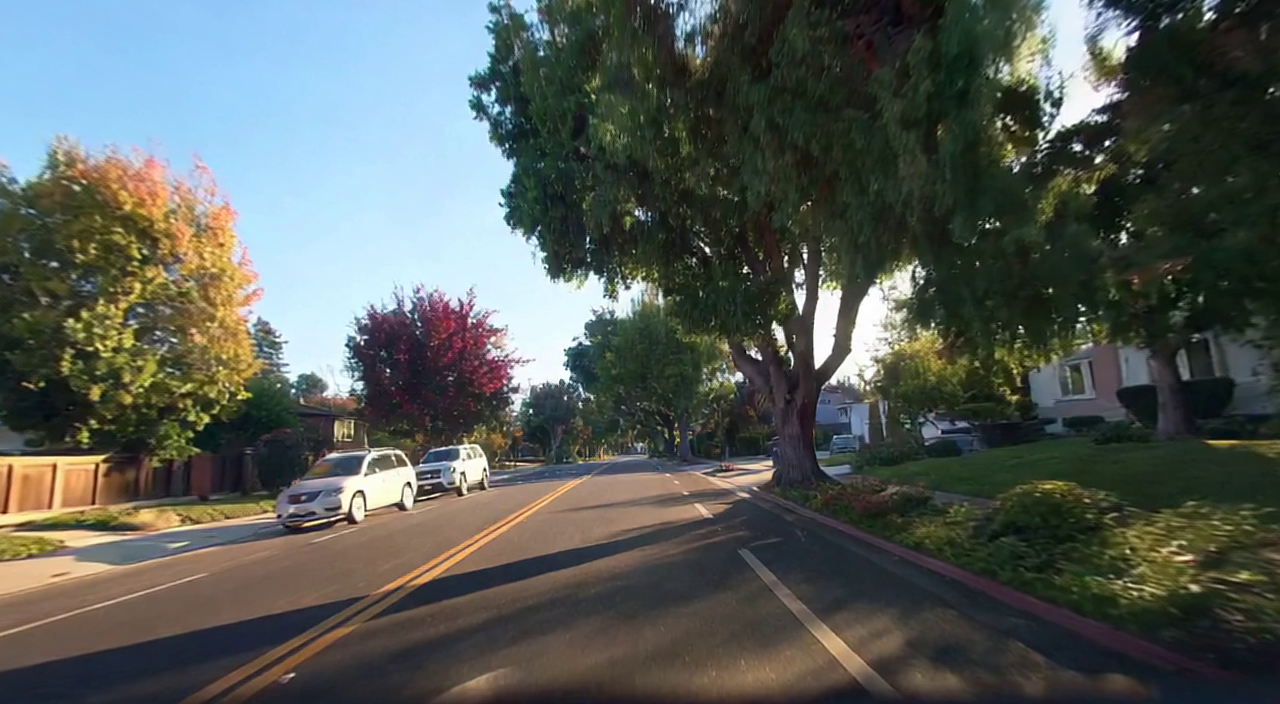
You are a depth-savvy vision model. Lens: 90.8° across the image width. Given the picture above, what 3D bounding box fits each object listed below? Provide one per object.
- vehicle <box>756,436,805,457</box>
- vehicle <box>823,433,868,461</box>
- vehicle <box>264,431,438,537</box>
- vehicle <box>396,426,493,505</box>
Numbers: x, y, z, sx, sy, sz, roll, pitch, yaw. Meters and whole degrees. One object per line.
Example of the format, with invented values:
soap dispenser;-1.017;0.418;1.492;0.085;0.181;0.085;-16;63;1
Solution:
vehicle;9.289;6.301;42.136;1.922;1.263;4.664;0;-9;-3
vehicle;13.716;6.316;41.982;1.860;1.697;4.292;-5;-10;30
vehicle;-6.985;3.227;15.925;2.173;2.020;4.770;-6;-10;-1
vehicle;-6.858;4.021;22.648;2.057;2.317;4.386;-6;-9;-1
